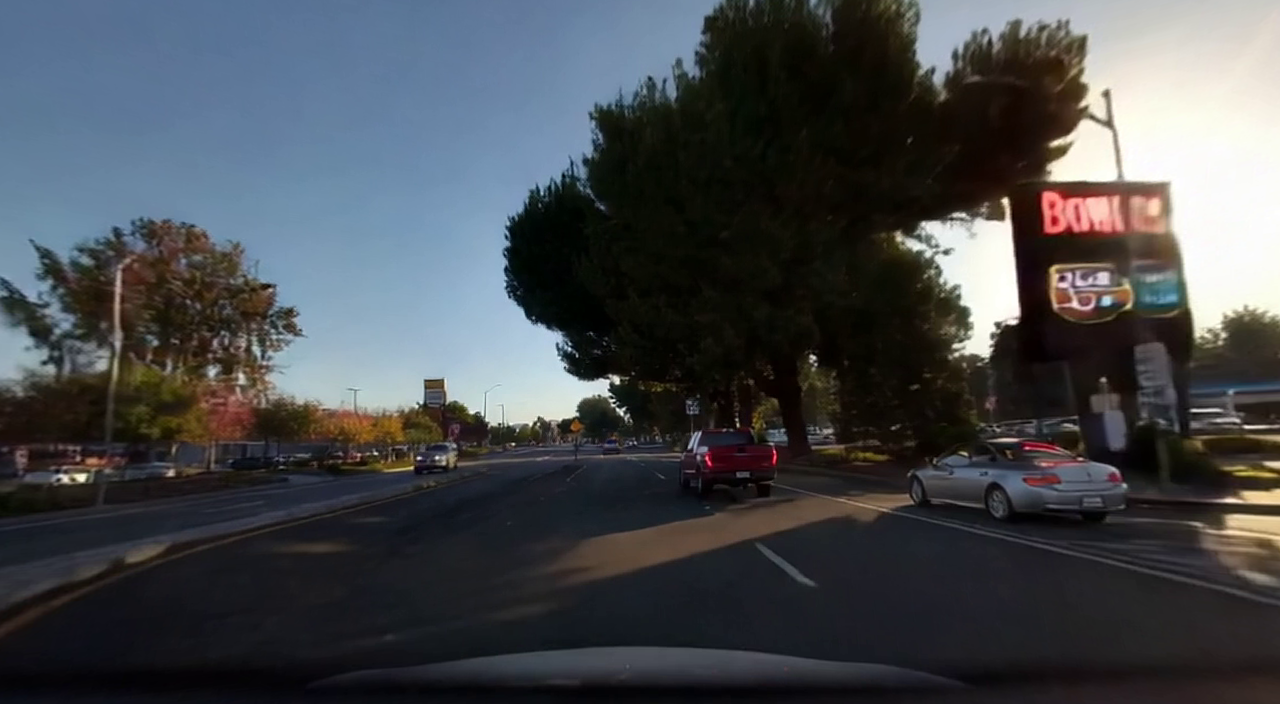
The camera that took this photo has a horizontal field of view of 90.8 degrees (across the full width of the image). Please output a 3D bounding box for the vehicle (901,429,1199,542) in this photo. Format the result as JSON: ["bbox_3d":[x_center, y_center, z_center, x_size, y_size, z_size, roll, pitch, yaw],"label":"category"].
[{"bbox_3d":[6.370,2.101,10.598,1.986,1.480,4.296,0,-8,-2],"label":"vehicle"}]

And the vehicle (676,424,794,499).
[{"bbox_3d":[2.383,2.952,17.379,2.214,1.749,4.998,1,-9,-3],"label":"vehicle"}]

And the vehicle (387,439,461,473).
[{"bbox_3d":[-13.572,6.588,40.241,2.868,1.978,5.632,0,-8,-2],"label":"vehicle"}]
